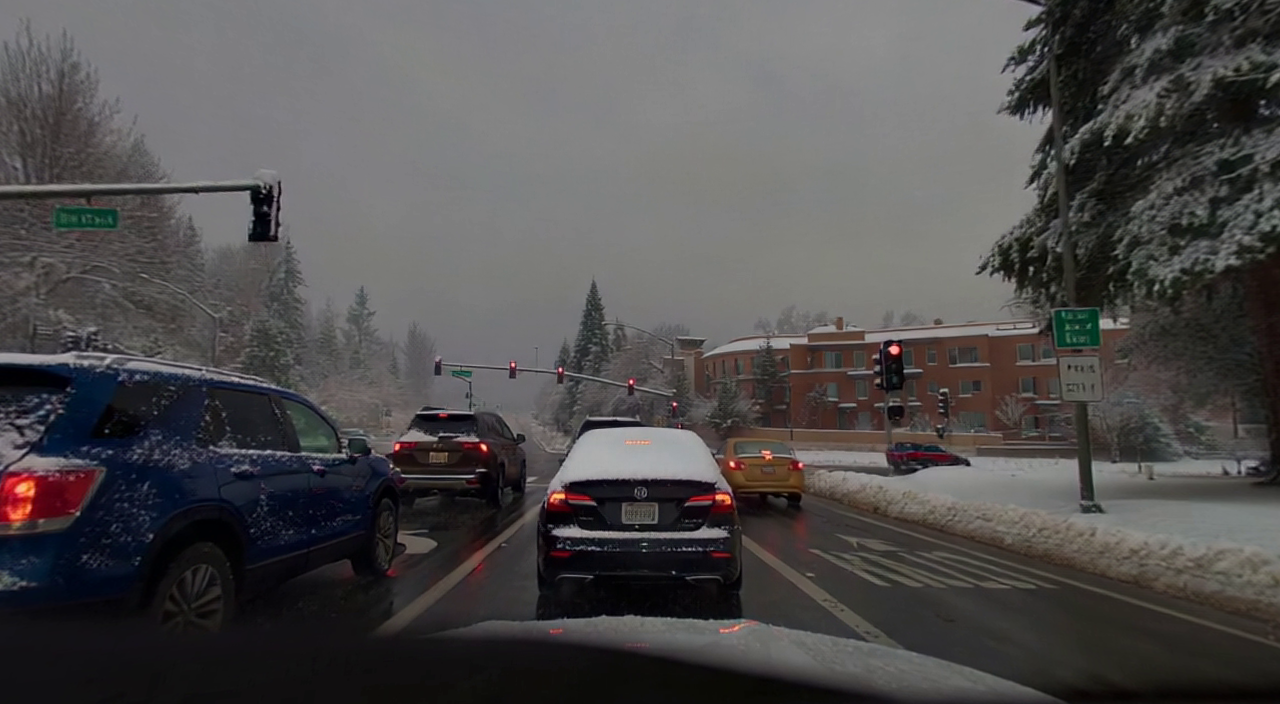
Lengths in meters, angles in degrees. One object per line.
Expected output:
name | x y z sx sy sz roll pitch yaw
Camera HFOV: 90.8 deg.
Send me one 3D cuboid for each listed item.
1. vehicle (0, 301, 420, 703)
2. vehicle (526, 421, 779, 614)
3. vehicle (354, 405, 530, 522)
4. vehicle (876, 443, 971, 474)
vehicle | -3.136 1.010 4.145 1.924 1.737 4.387 0 -8 -2
vehicle | -0.060 1.628 7.269 2.001 1.483 4.442 0 -8 -4
vehicle | -3.887 2.317 13.705 2.305 1.984 5.586 0 -8 -3
vehicle | 17.662 6.633 39.510 4.874 1.854 2.230 1 -9 -6
